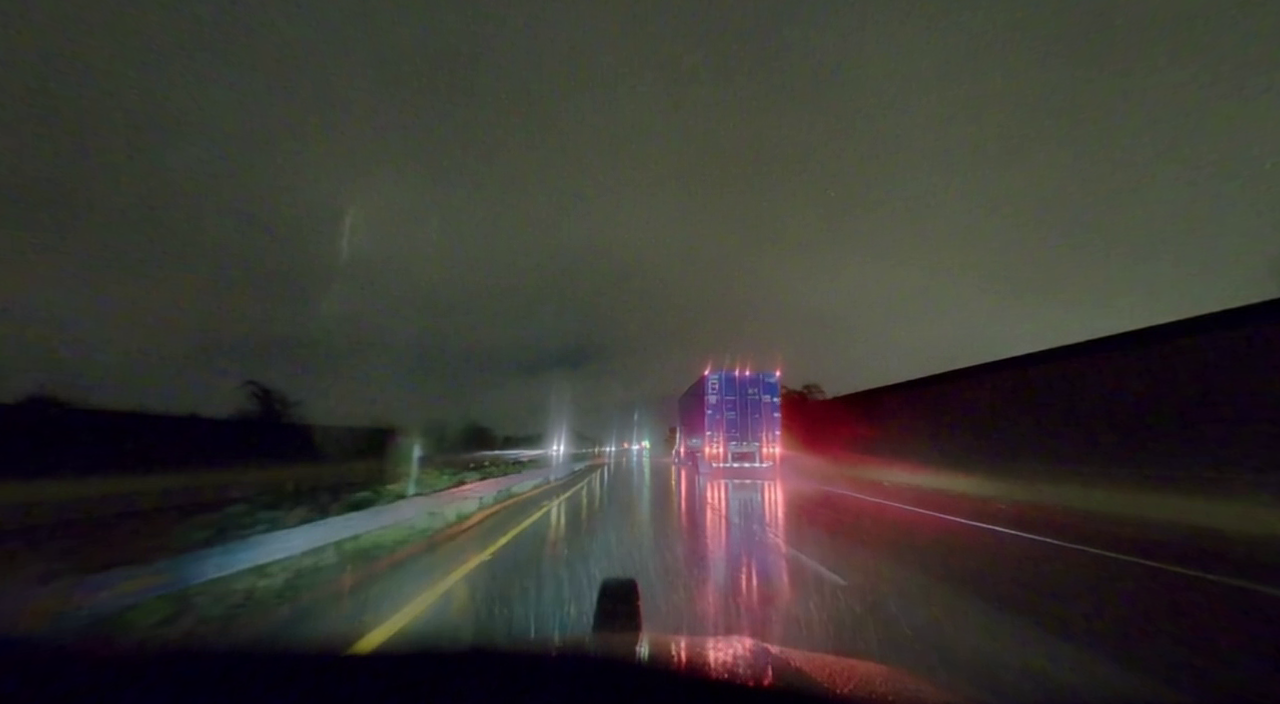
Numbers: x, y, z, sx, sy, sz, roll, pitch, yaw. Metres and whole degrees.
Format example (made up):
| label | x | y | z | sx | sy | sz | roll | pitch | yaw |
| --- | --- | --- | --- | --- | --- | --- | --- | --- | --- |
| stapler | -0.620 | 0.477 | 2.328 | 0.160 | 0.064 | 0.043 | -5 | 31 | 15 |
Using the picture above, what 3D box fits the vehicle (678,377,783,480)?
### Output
| label | x | y | z | sx | sy | sz | roll | pitch | yaw |
| --- | --- | --- | --- | --- | --- | --- | --- | --- | --- |
| vehicle | 3.882 | 3.989 | 31.138 | 2.922 | 3.905 | 14.151 | 0 | -9 | -1 |
